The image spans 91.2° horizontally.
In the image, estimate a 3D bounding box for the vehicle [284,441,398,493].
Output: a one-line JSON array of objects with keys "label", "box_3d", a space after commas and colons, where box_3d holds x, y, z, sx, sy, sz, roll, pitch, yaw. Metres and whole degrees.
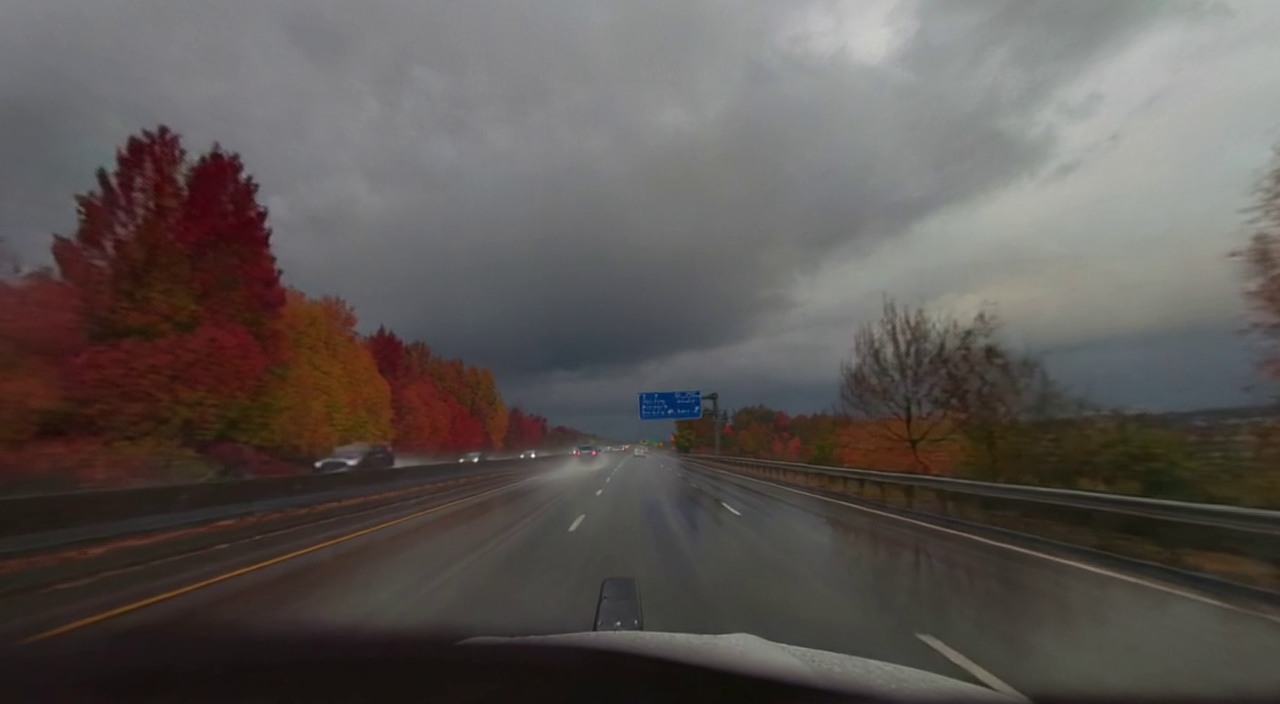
[{"label": "vehicle", "box_3d": [-11.267, 4.340, 24.065, 2.101, 1.757, 4.711, 0, -9, -1]}]
